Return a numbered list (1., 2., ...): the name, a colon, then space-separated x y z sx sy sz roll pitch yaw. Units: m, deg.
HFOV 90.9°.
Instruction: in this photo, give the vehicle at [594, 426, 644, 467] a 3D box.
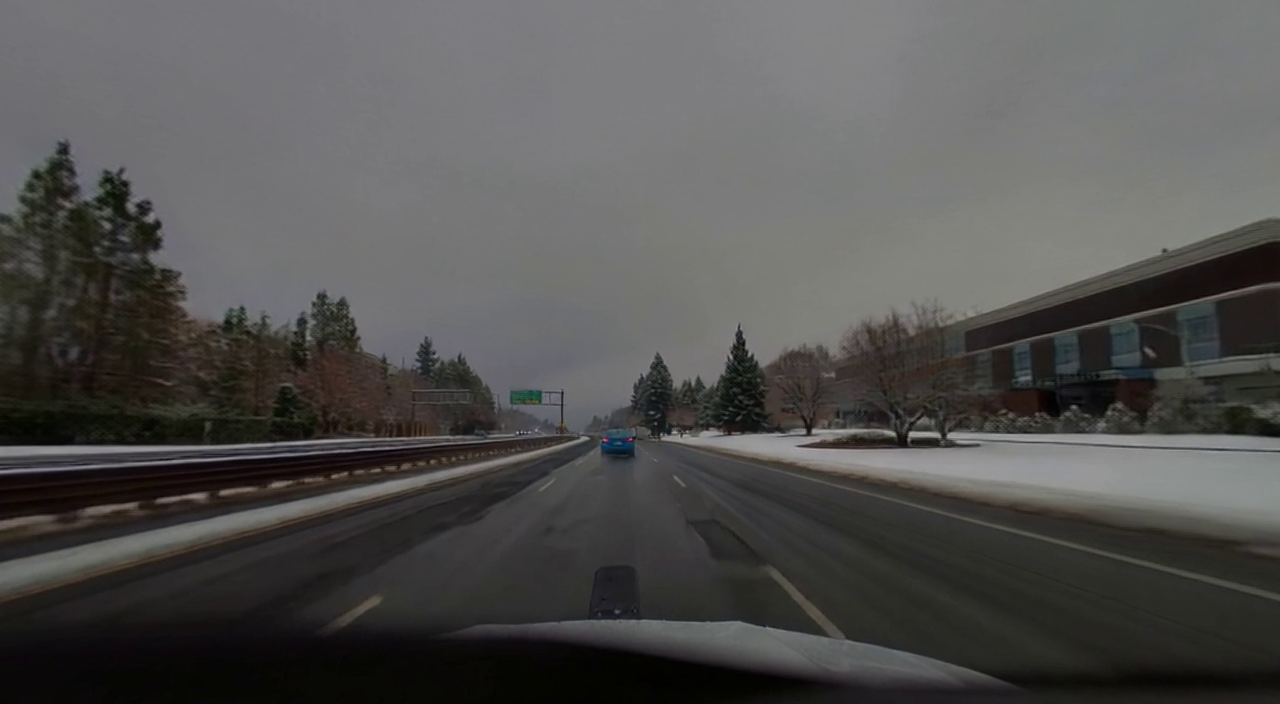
1. vehicle: -0.897 4.055 27.143 2.020 1.633 3.942 0 -8 -2
